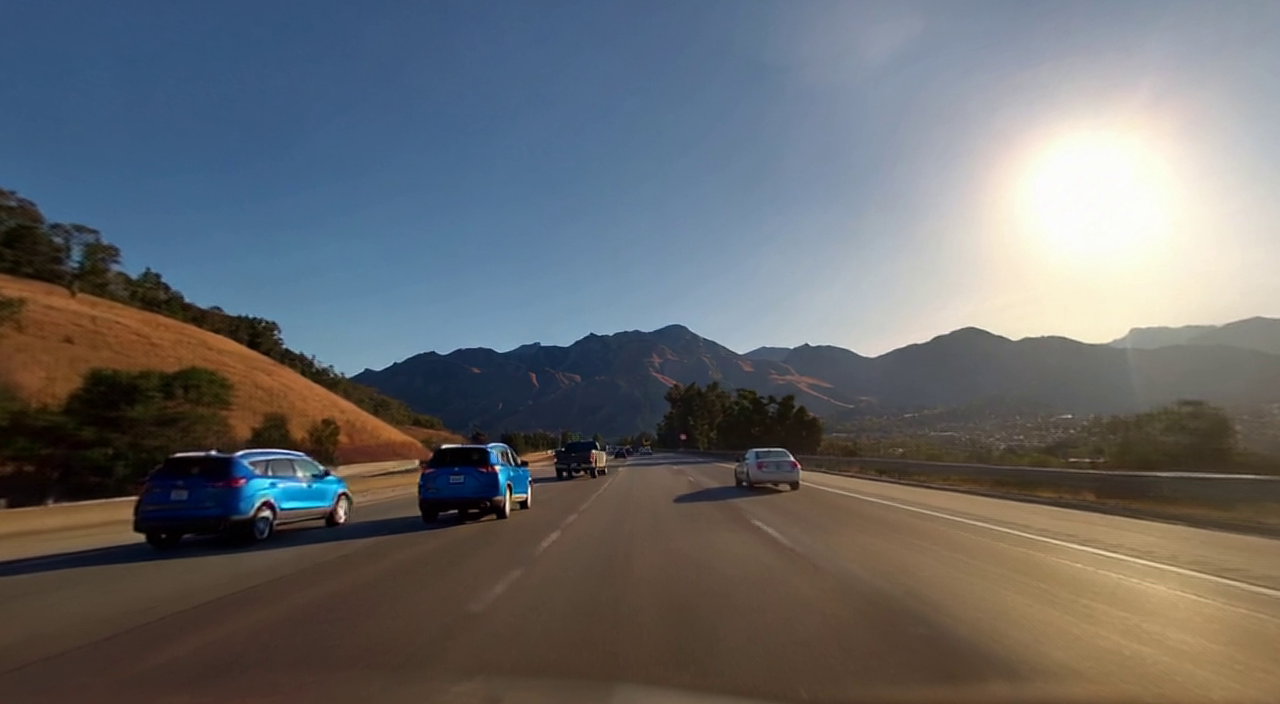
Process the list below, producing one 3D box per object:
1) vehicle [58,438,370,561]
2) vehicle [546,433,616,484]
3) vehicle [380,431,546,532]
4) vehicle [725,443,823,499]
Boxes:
[{"bbox_3d":[-6.783,2.354,10.899,2.084,1.639,4.648,0,-9,1],"label":"vehicle"},{"bbox_3d":[-2.582,4.906,29.260,2.494,2.136,5.539,0,-9,2],"label":"vehicle"},{"bbox_3d":[-3.381,2.565,13.019,2.080,1.716,4.207,0,-9,2],"label":"vehicle"},{"bbox_3d":[4.095,3.706,20.069,2.071,1.570,4.637,0,-9,0],"label":"vehicle"}]
